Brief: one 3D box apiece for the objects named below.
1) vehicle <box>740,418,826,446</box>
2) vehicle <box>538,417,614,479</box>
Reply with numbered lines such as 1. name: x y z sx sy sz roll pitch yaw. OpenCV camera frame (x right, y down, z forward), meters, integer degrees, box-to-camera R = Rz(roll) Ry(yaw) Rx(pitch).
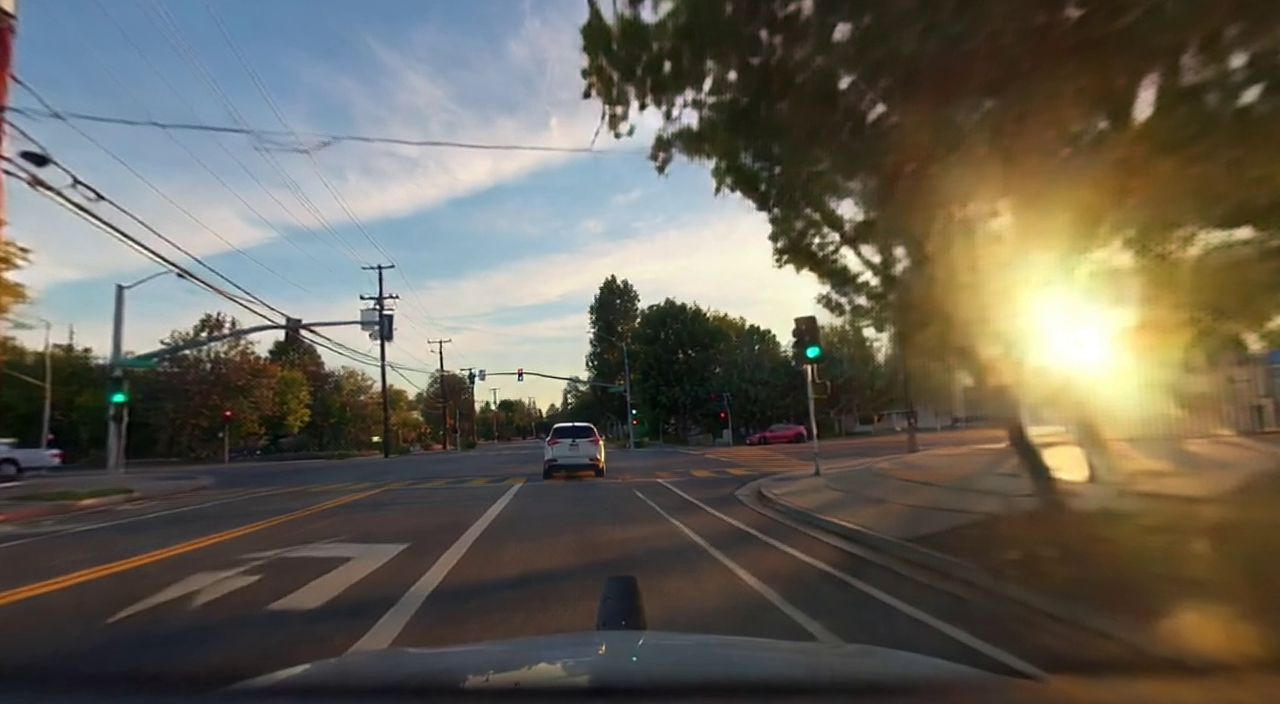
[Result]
1. vehicle: 9.385 5.268 41.474 5.149 1.725 1.964 0 -8 -5
2. vehicle: -2.151 3.246 21.405 2.300 1.868 4.690 1 -8 -5
